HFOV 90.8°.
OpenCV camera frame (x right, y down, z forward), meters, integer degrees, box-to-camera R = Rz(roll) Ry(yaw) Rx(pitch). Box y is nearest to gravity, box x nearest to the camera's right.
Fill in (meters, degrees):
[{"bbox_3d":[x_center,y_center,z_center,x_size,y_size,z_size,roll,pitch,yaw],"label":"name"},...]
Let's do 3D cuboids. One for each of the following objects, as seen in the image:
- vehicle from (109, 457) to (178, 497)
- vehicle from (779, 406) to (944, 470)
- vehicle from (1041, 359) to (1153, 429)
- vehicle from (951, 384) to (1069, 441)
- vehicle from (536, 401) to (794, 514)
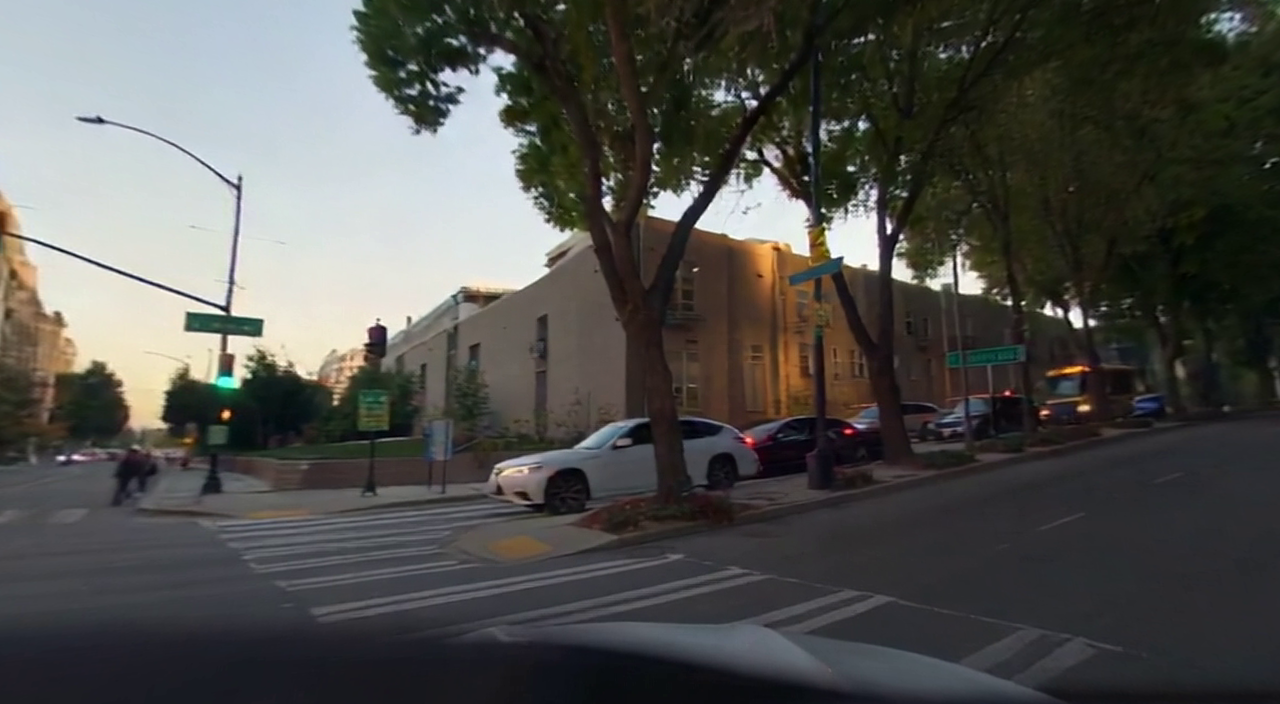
[{"bbox_3d":[-21.050,5.260,26.821,2.037,1.489,4.077,6,-11,-37],"label":"vehicle"},{"bbox_3d":[5.985,2.313,16.819,4.628,1.488,1.826,6,-11,-37],"label":"vehicle"},{"bbox_3d":[20.392,2.006,28.091,5.699,2.708,2.268,6,-12,-38],"label":"vehicle"},{"bbox_3d":[13.568,2.290,23.083,4.599,1.855,1.988,6,-11,-38],"label":"vehicle"},{"bbox_3d":[0.601,2.025,12.456,4.841,1.798,2.053,6,-11,-37],"label":"vehicle"}]
